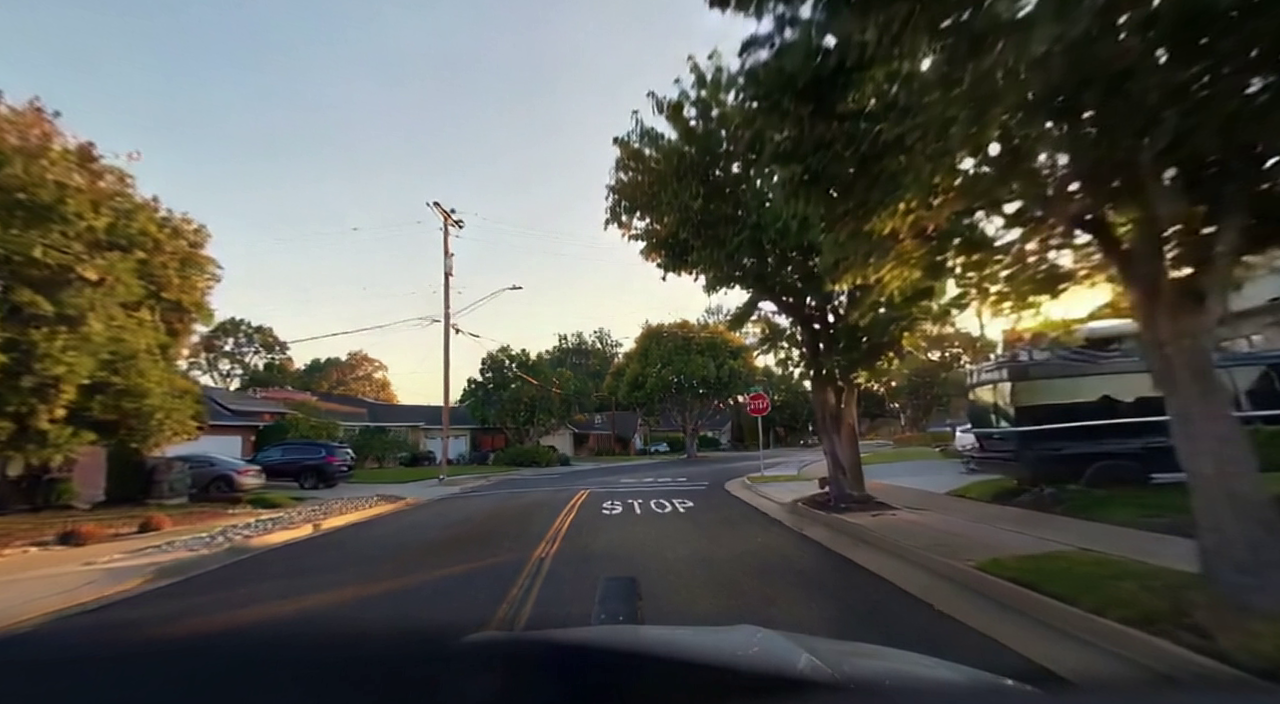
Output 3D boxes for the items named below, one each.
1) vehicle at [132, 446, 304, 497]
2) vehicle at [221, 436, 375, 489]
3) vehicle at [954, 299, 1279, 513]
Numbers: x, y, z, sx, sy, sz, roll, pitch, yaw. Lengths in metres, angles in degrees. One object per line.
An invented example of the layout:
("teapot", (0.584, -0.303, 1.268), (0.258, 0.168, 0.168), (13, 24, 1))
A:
("vehicle", (-13.330, 3.768, 20.146), (4.103, 1.498, 1.909), (0, -8, 2))
("vehicle", (-12.508, 4.062, 23.378), (4.484, 1.852, 2.009), (0, -8, -1))
("vehicle", (10.779, 1.011, 10.953), (8.828, 3.111, 3.352), (1, -8, 0))
